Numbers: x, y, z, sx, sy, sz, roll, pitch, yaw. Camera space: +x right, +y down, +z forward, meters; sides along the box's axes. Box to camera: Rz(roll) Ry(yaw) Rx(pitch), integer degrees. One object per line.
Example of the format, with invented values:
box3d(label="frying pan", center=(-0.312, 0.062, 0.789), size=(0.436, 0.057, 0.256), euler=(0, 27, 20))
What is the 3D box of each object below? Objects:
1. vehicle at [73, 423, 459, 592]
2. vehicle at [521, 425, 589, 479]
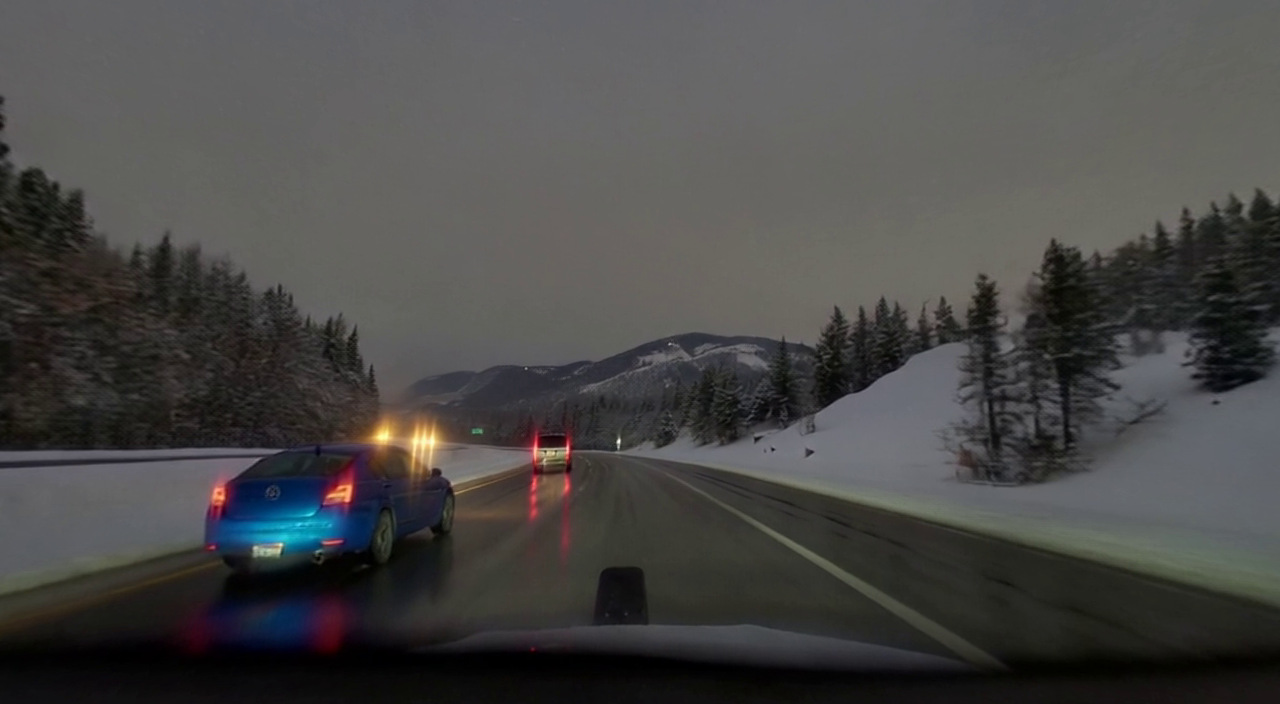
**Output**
box3d(label="vehicle", center=(-4.056, 1.755, 8.064), size=(2.097, 1.511, 4.585), euler=(0, -8, 0))
box3d(label="vehicle", center=(-3.732, 4.543, 28.834), size=(2.444, 2.204, 5.568), euler=(0, -8, -1))
